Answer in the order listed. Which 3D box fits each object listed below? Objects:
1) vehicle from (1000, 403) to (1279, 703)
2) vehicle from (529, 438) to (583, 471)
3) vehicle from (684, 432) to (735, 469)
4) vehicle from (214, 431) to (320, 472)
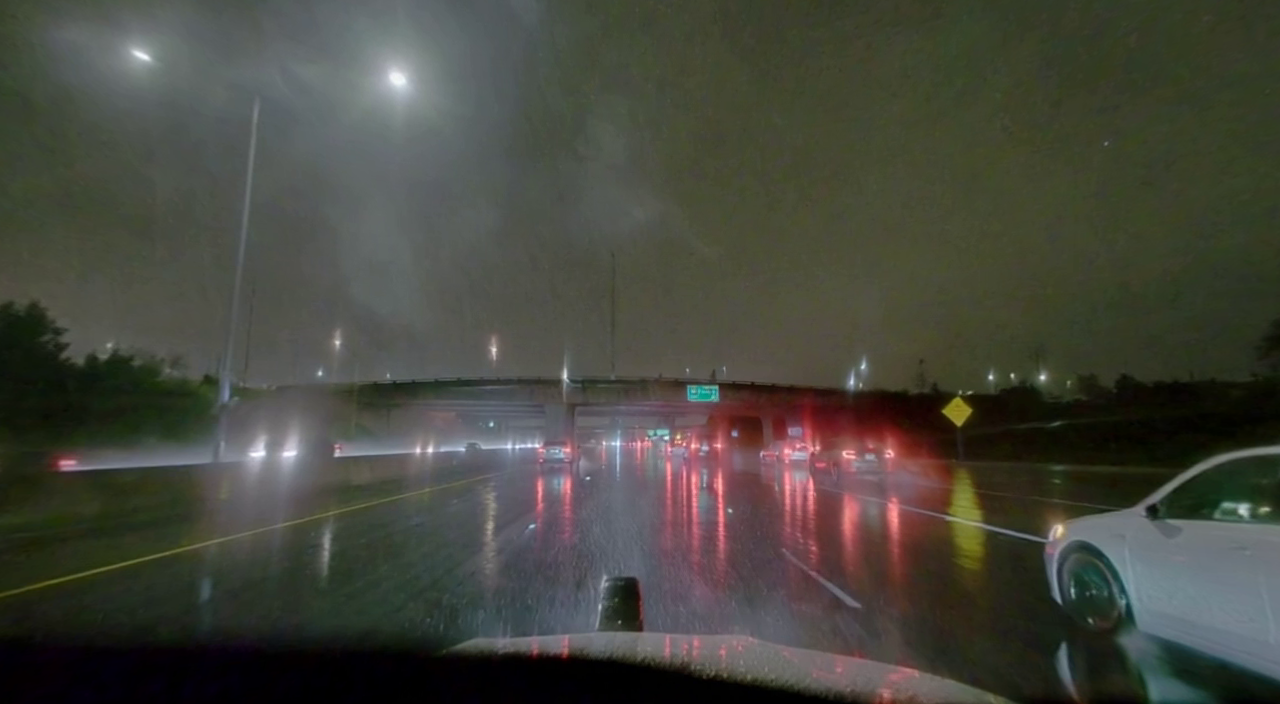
[{"bbox_3d":[3.490,0.898,2.155,1.989,1.472,4.322,0,-8,1],"label":"vehicle"},{"bbox_3d":[-4.056,5.042,31.171,1.997,1.476,4.703,0,-8,1],"label":"vehicle"},{"bbox_3d":[3.557,5.133,32.952,2.072,1.761,4.242,0,-8,-1],"label":"vehicle"},{"bbox_3d":[-16.150,4.344,27.652,2.067,1.626,4.437,0,-8,-2],"label":"vehicle"}]
